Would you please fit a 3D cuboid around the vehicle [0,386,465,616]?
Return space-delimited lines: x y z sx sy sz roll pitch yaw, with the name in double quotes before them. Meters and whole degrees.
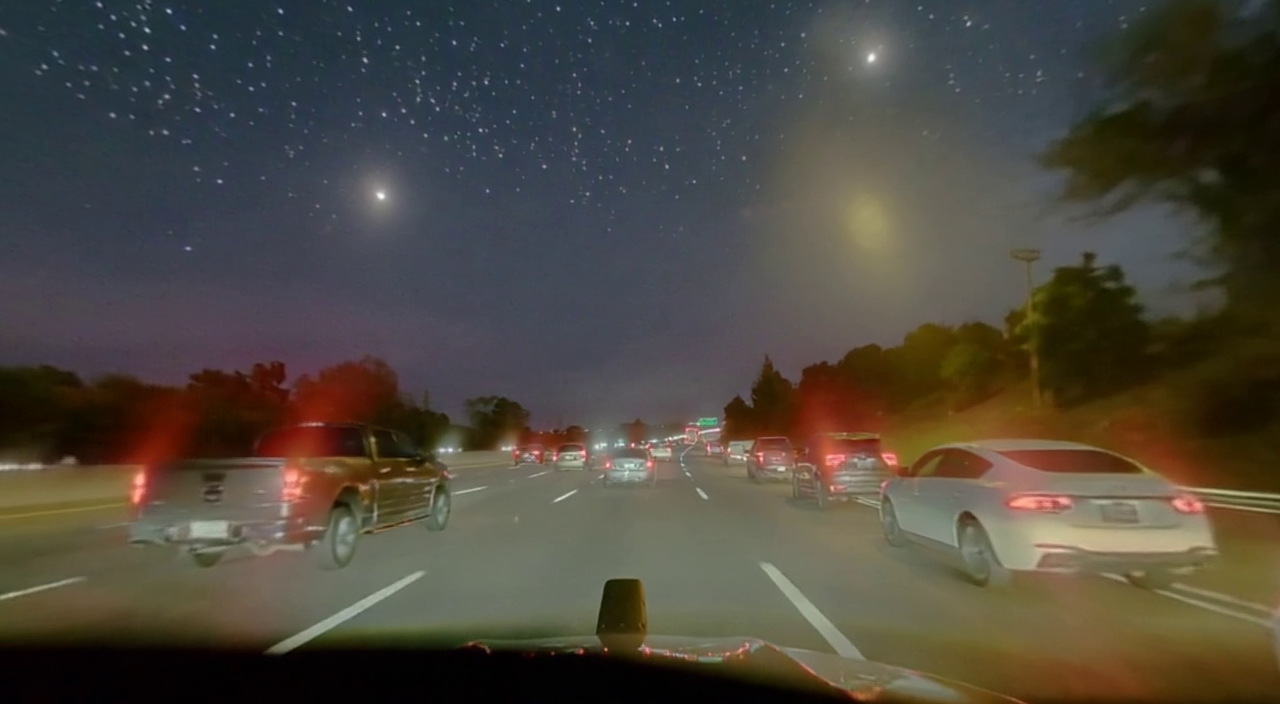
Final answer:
"vehicle" -4.071 1.588 7.860 2.110 1.811 5.585 0 -8 1

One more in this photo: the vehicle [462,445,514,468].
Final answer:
"vehicle" -10.084 6.978 42.316 1.903 1.460 4.958 -1 -8 4

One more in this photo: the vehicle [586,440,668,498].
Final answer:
"vehicle" -0.279 3.262 18.006 2.070 1.456 4.029 0 -8 1

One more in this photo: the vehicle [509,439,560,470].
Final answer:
"vehicle" -6.173 6.055 37.409 2.023 1.693 4.386 -1 -8 3

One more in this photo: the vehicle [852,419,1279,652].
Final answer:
"vehicle" 3.853 1.496 6.265 1.940 1.475 4.328 0 -8 0

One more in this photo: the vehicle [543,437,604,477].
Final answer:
"vehicle" -3.019 4.867 29.550 2.153 1.726 4.546 -1 -8 3
